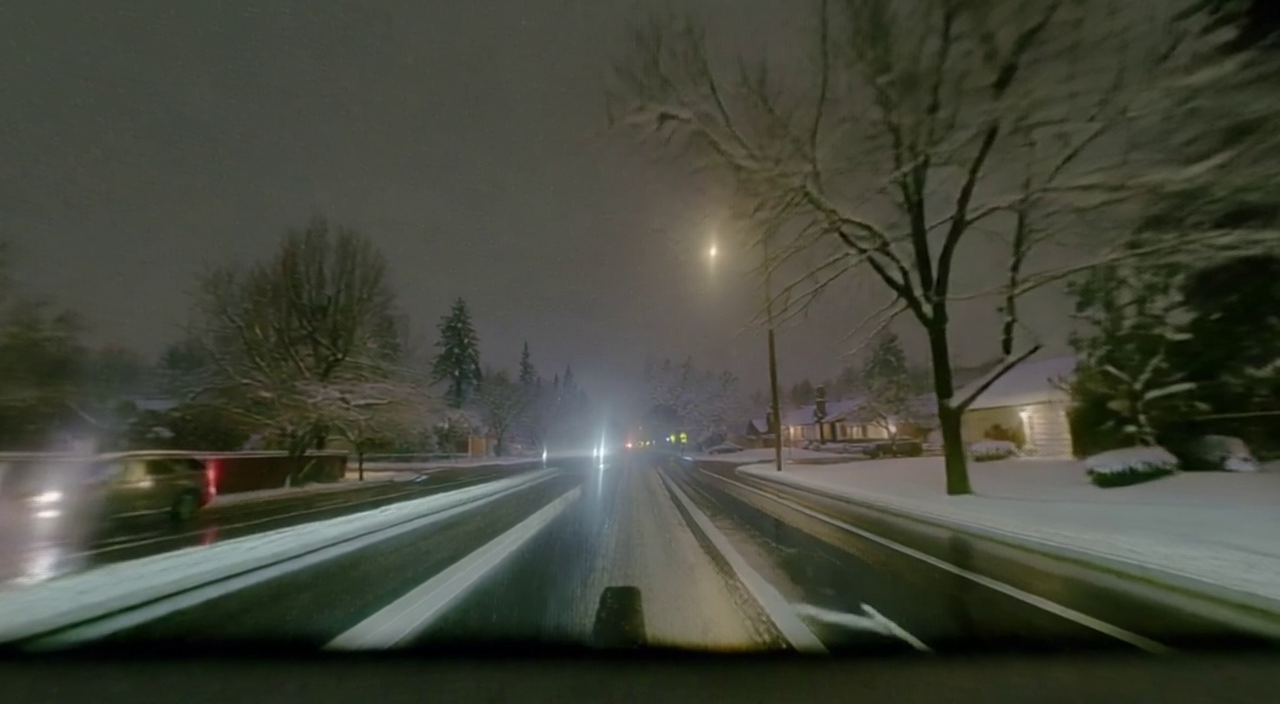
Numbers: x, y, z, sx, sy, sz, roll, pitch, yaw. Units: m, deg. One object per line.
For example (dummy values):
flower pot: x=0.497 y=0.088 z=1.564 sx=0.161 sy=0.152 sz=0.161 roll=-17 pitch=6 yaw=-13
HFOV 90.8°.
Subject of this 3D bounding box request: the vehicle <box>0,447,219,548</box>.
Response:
vehicle: x=-11.482 y=2.943 z=13.306 sx=2.047 sy=1.710 sz=4.473 roll=-3 pitch=-9 yaw=2
